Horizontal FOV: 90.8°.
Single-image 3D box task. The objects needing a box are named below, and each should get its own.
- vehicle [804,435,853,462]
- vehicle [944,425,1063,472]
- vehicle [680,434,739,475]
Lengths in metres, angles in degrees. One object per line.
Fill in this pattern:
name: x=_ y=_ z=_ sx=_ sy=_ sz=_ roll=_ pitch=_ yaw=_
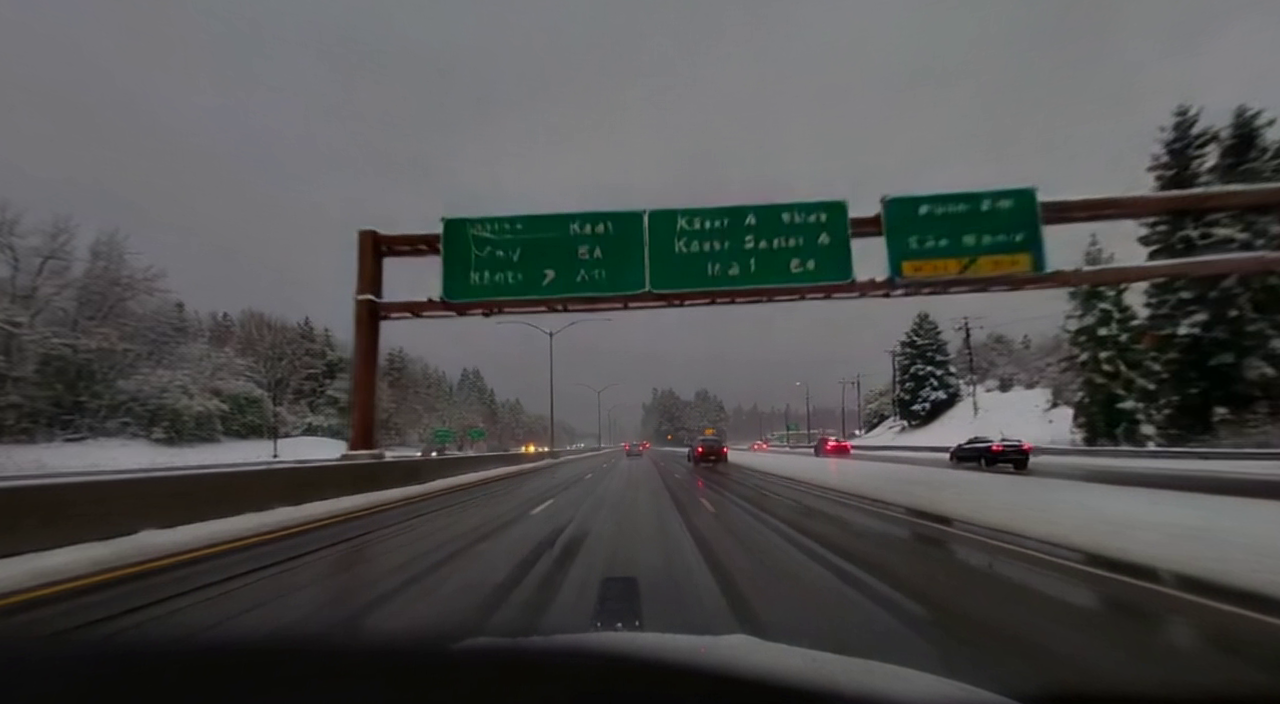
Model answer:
vehicle: x=13.116 y=6.735 z=44.286 sx=2.070 sy=1.782 sz=5.006 roll=-1 pitch=-8 yaw=3
vehicle: x=16.279 y=4.385 z=28.746 sx=2.190 sy=1.911 sz=5.658 roll=0 pitch=-8 yaw=2
vehicle: x=2.941 y=4.457 z=27.629 sx=1.997 sy=1.638 sz=4.281 roll=0 pitch=-9 yaw=-2
